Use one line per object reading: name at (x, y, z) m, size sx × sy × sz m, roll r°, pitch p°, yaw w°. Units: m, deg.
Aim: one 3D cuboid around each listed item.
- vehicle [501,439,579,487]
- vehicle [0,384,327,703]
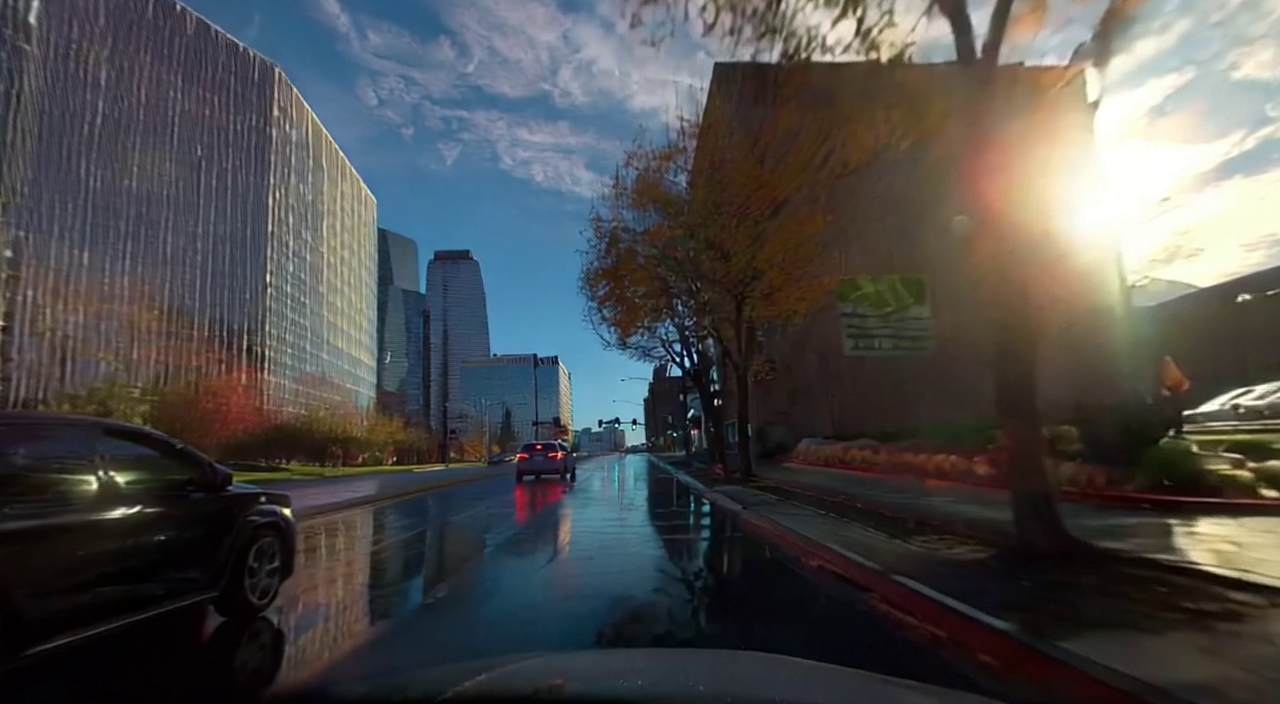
vehicle at (-4.133, 4.702, 26.991) m, size 2.384 × 1.849 × 5.009 m, roll 0°, pitch -9°, yaw 1°
vehicle at (-4.552, 1.219, 4.535) m, size 2.169 × 1.741 × 4.588 m, roll 0°, pitch -9°, yaw 1°
